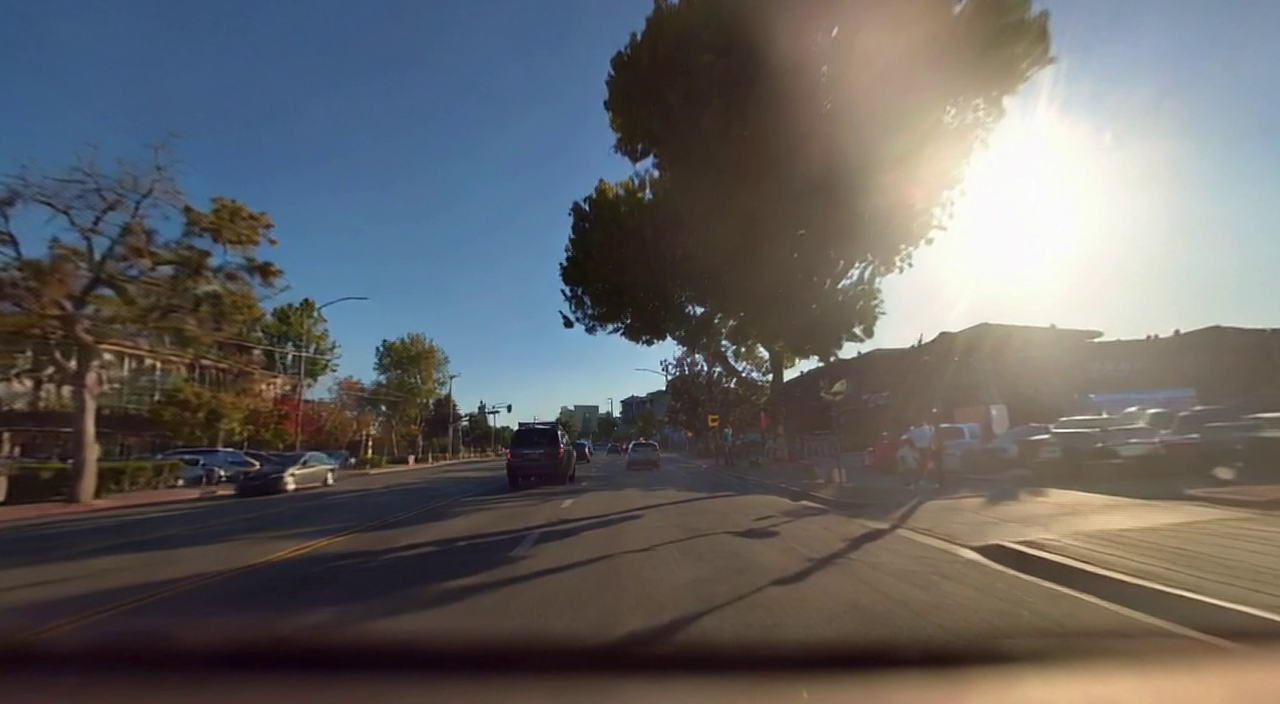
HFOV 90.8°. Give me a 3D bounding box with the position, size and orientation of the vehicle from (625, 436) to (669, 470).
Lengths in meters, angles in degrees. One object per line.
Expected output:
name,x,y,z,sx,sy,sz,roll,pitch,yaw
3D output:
vehicle,0.304,5.347,33.676,2.126,1.657,4.132,0,-8,-3

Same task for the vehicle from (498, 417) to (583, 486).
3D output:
vehicle,-3.342,3.499,22.364,2.213,2.123,5.124,0,-8,-1

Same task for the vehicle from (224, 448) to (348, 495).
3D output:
vehicle,-13.228,4.464,24.078,2.055,1.546,5.019,0,-8,-4
